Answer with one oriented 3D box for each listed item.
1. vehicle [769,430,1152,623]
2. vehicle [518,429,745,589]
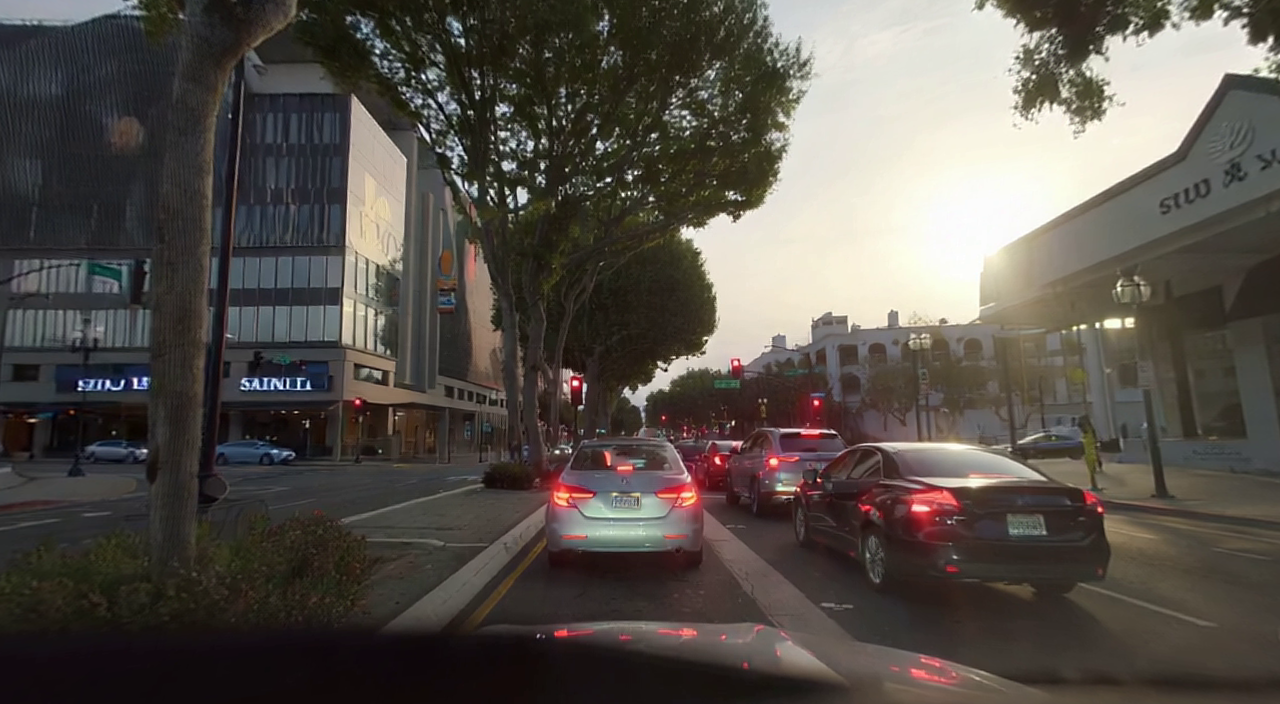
[{"bbox_3d":[2.906,1.650,7.010,1.893,1.446,4.270,0,-8,-2],"label":"vehicle"},{"bbox_3d":[-0.090,1.756,7.940,2.087,1.456,4.143,0,-8,0],"label":"vehicle"}]
